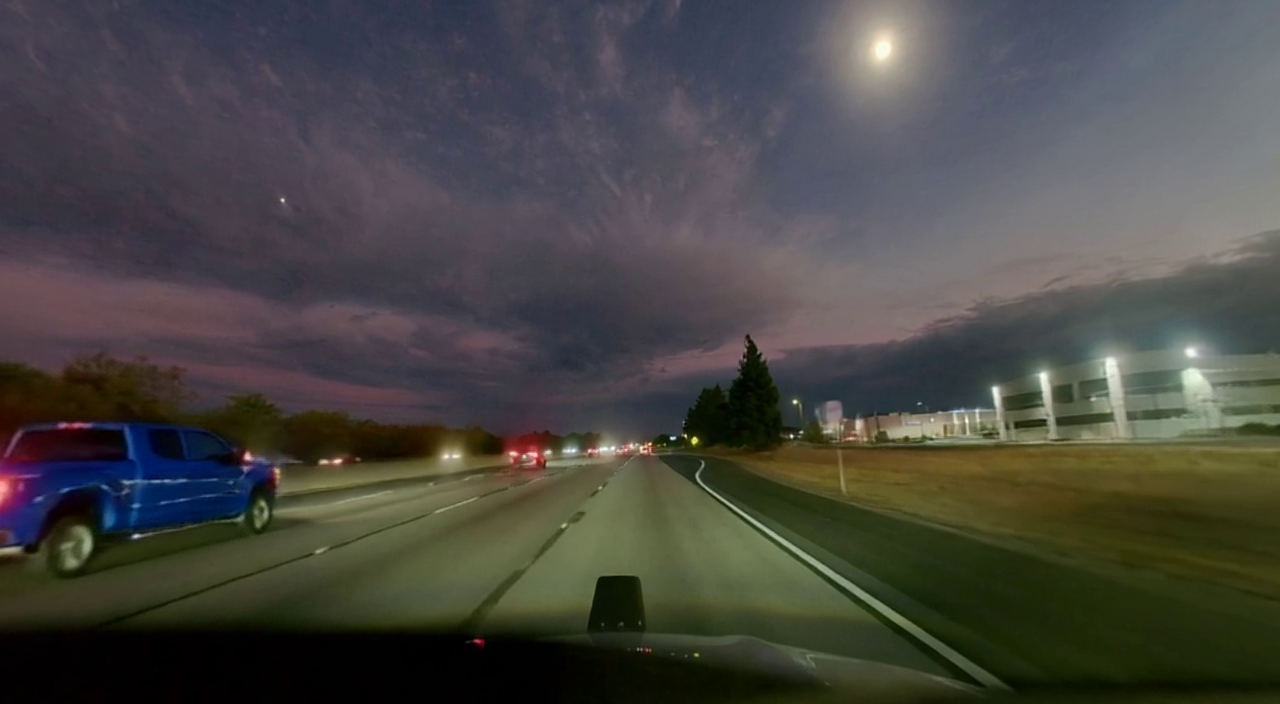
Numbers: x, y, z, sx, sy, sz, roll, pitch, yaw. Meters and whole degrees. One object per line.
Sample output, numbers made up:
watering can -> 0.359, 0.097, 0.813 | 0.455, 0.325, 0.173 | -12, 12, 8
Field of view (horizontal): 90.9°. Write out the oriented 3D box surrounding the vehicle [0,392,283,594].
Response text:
vehicle -> -7.203, 1.602, 7.726 | 2.156, 1.911, 5.956 | 0, -8, 0

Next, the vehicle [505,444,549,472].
vehicle -> -7.274, 6.825, 40.994 | 2.021, 1.699, 4.324 | 0, -8, 1
